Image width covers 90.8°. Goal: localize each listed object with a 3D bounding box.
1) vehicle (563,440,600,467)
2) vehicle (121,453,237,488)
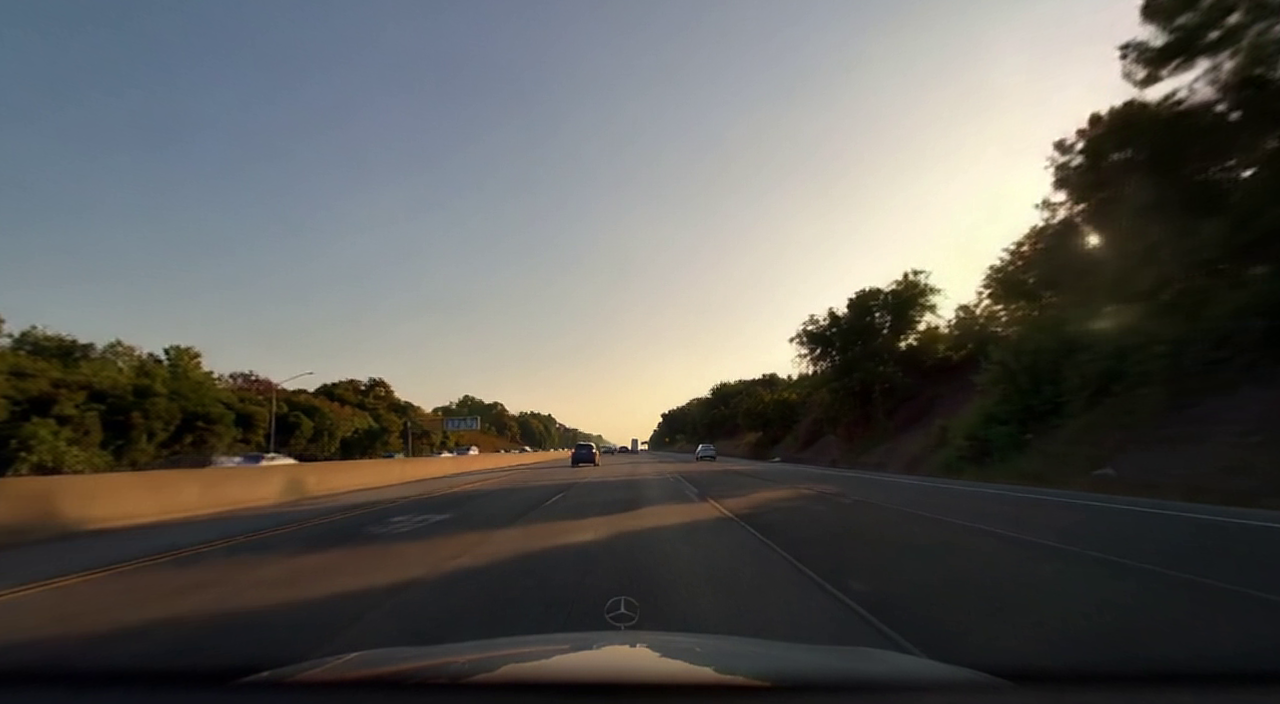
[{"bbox_3d":[-4.031,7.074,44.119,2.114,1.774,4.427,0,-9,0],"label":"vehicle"},{"bbox_3d":[-21.626,5.561,29.957,1.884,1.480,4.817,0,-9,0],"label":"vehicle"}]
